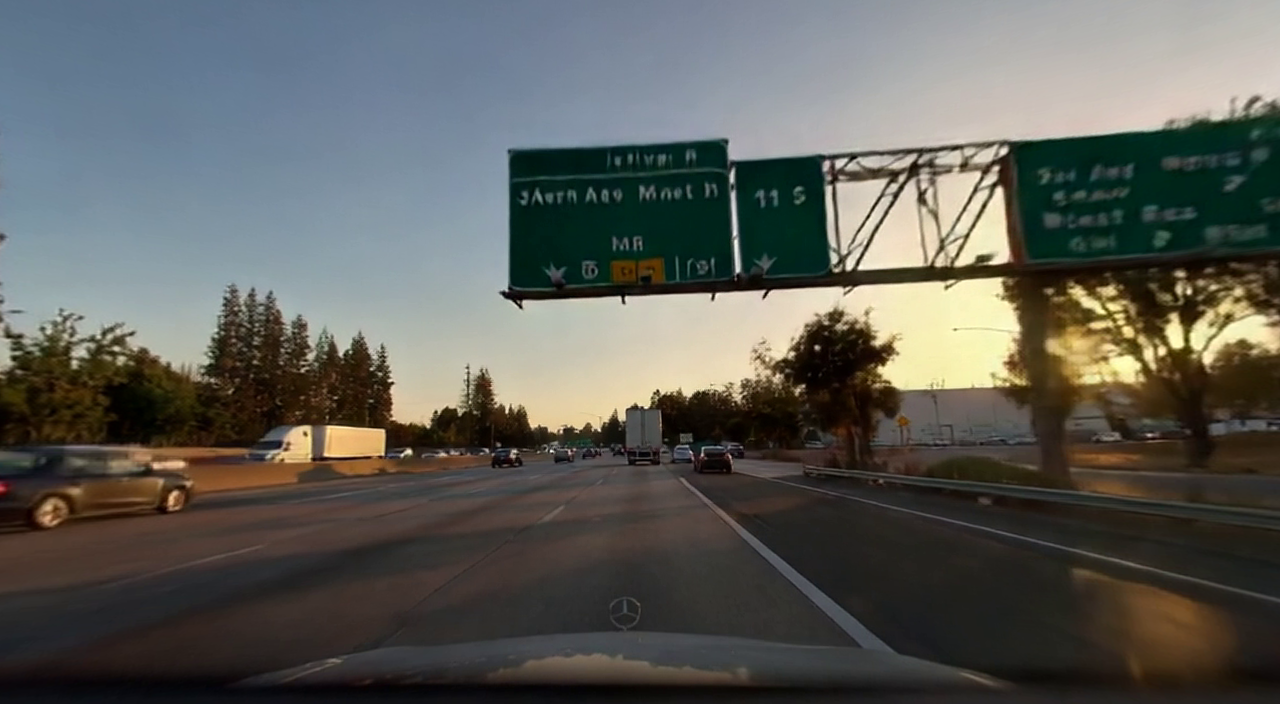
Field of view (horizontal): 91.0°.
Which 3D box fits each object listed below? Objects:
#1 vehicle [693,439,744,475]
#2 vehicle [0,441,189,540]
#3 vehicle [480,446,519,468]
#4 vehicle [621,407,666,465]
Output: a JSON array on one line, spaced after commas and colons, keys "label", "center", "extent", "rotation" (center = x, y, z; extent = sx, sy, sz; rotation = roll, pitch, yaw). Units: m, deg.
[{"label": "vehicle", "center": [3.980, 5.425, 32.776], "extent": [2.107, 1.707, 4.445], "rotation": [0, -9, 0]}, {"label": "vehicle", "center": [-10.962, 2.422, 11.492], "extent": [2.015, 1.521, 4.550], "rotation": [0, -9, 1]}, {"label": "vehicle", "center": [-10.775, 8.078, 48.586], "extent": [1.966, 1.627, 4.258], "rotation": [0, -9, 1]}, {"label": "vehicle", "center": [0.427, 6.505, 48.101], "extent": [3.012, 3.928, 10.262], "rotation": [0, -9, 2]}]
